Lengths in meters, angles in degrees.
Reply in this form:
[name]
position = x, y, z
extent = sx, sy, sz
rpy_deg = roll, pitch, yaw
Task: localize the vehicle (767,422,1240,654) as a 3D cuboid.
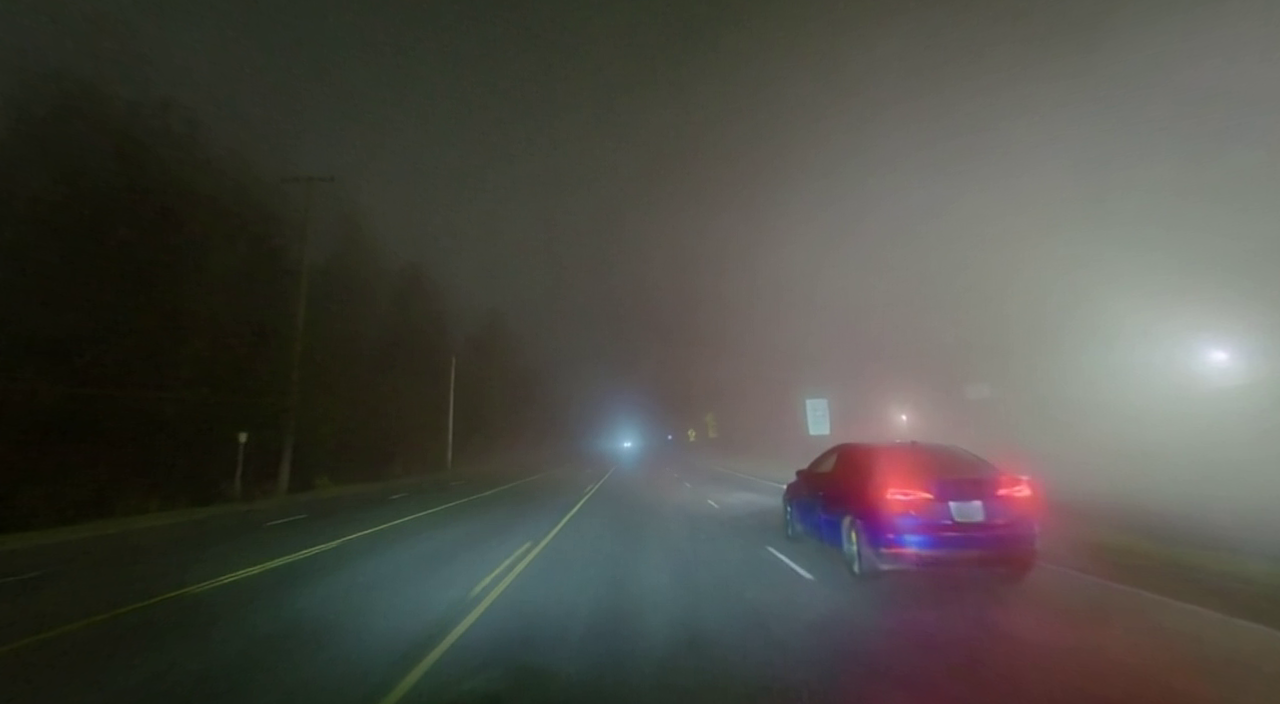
[vehicle]
position = 2.789, 1.526, 6.345
extent = 2.042, 1.469, 4.470
rpy_deg = 0, -8, -1
